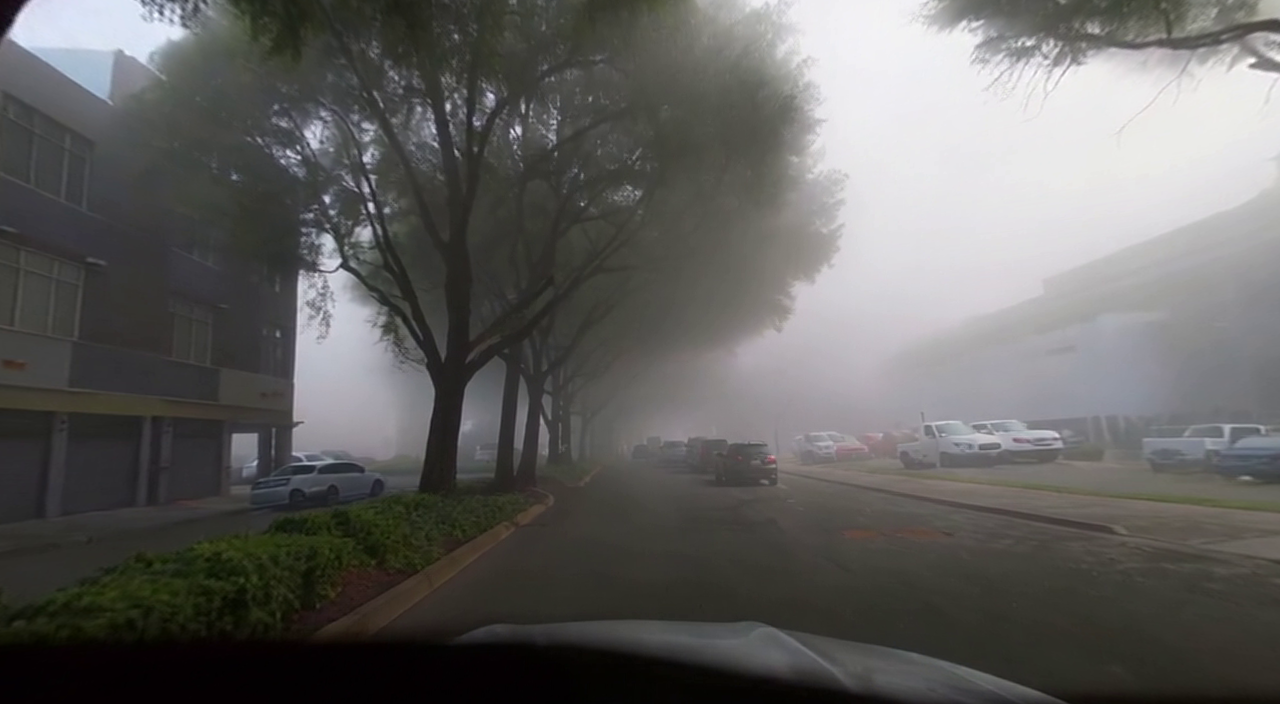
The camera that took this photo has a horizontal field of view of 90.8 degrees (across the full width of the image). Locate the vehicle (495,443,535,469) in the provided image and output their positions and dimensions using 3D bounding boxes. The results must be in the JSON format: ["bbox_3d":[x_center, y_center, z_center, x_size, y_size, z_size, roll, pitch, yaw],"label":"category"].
[{"bbox_3d":[-8.539,7.134,43.514,1.993,1.640,4.457,0,-8,-2],"label":"vehicle"}]

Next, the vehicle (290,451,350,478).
[{"bbox_3d":[-20.848,7.324,41.287,1.880,1.617,3.870,0,-8,0],"label":"vehicle"}]

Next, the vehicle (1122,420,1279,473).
[{"bbox_3d":[25.141,4.193,28.116,5.596,2.168,2.307,2,-7,-5],"label":"vehicle"}]

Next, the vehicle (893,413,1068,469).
[{"bbox_3d":[13.230,3.495,24.822,5.540,2.045,2.259,0,-8,-3],"label":"vehicle"}]

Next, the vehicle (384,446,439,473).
[{"bbox_3d":[-15.010,7.055,41.697,1.888,1.657,4.138,-1,-8,3],"label":"vehicle"}]

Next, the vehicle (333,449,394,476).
[{"bbox_3d":[-17.854,7.127,40.960,1.850,1.531,4.256,0,-8,3],"label":"vehicle"}]

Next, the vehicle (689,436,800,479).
[{"bbox_3d":[4.577,4.557,27.499,4.626,1.723,1.939,5,-10,-33],"label":"vehicle"}]
